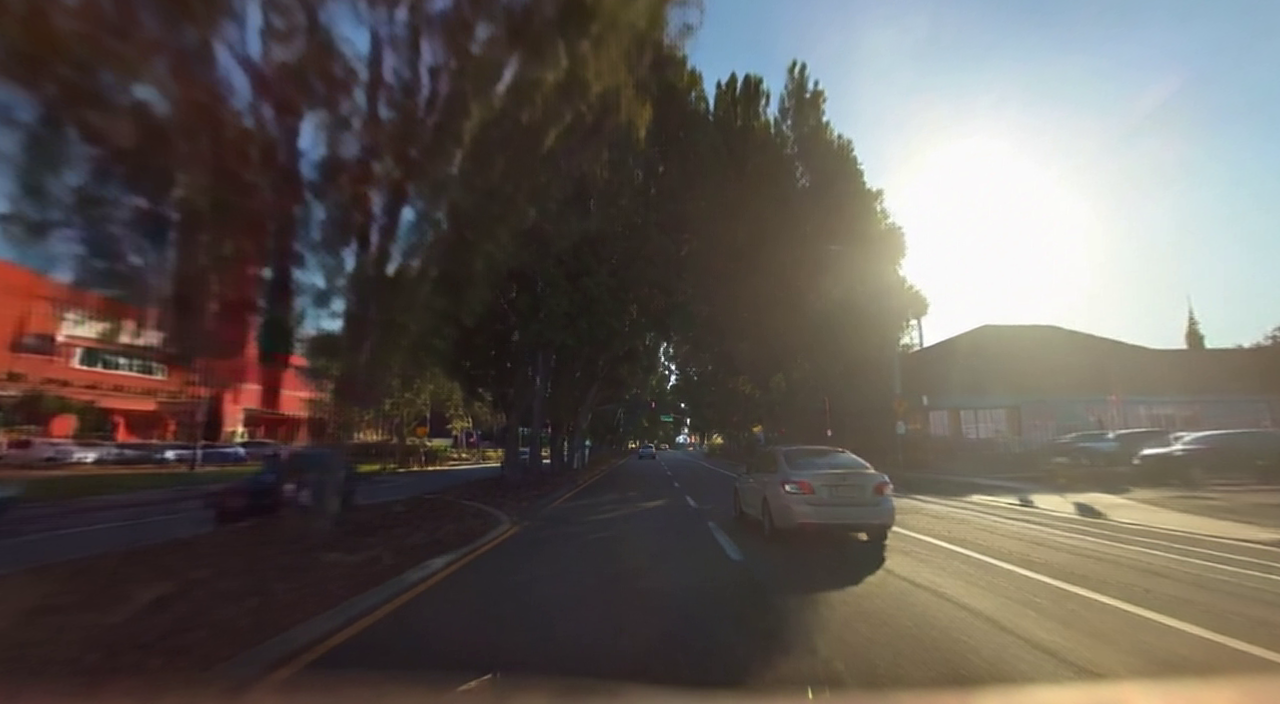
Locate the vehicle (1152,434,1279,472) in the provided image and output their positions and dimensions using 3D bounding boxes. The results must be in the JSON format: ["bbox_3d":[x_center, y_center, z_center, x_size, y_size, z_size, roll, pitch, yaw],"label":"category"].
[{"bbox_3d":[23.451,4.080,25.555,1.847,1.411,4.481,-1,-9,4],"label":"vehicle"}]

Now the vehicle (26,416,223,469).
[{"bbox_3d":[-35.121,6.197,43.251,10.503,3.405,3.038,0,-9,-2],"label":"vehicle"}]

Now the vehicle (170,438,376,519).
[{"bbox_3d":[-7.846,2.715,14.091,1.904,1.501,4.313,0,-9,2],"label":"vehicle"}]

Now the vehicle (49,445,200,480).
[{"bbox_3d":[-23.213,4.983,28.535,4.980,1.521,2.089,0,-9,0],"label":"vehicle"}]

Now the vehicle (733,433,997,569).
[{"bbox_3d":[2.846,2.009,9.372,2.091,1.472,4.697,0,-9,-1],"label":"vehicle"}]

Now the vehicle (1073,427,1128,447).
[{"bbox_3d":[35.544,6.617,48.768,1.793,1.488,4.488,-2,-9,14],"label":"vehicle"}]
